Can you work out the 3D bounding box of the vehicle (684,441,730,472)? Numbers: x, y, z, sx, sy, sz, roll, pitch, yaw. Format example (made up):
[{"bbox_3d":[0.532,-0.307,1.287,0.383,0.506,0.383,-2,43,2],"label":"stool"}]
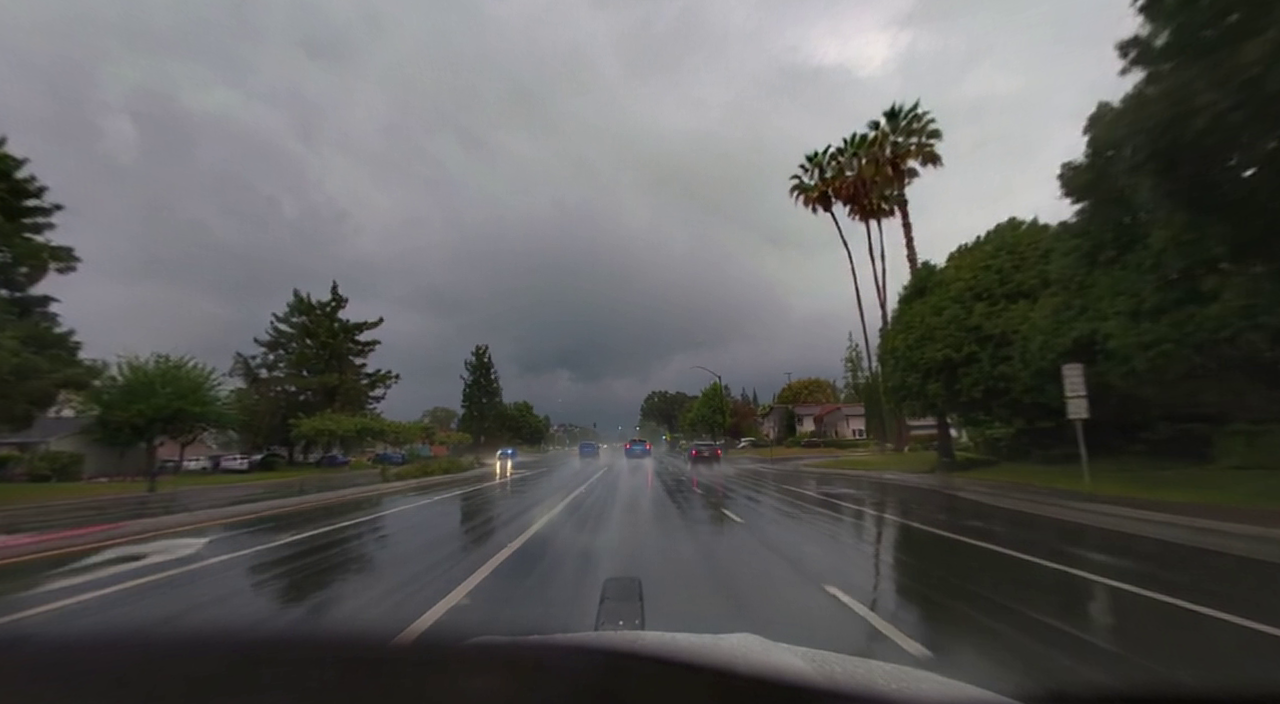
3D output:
[{"bbox_3d":[3.367,5.336,32.558,1.830,1.451,4.009,0,-8,-2],"label":"vehicle"}]

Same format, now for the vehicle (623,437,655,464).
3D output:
[{"bbox_3d":[-0.114,6.740,43.259,2.043,1.734,4.253,0,-8,-1],"label":"vehicle"}]

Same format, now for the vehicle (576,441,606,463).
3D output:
[{"bbox_3d":[-3.686,7.564,48.104,2.000,1.569,3.794,0,-8,-1],"label":"vehicle"}]
